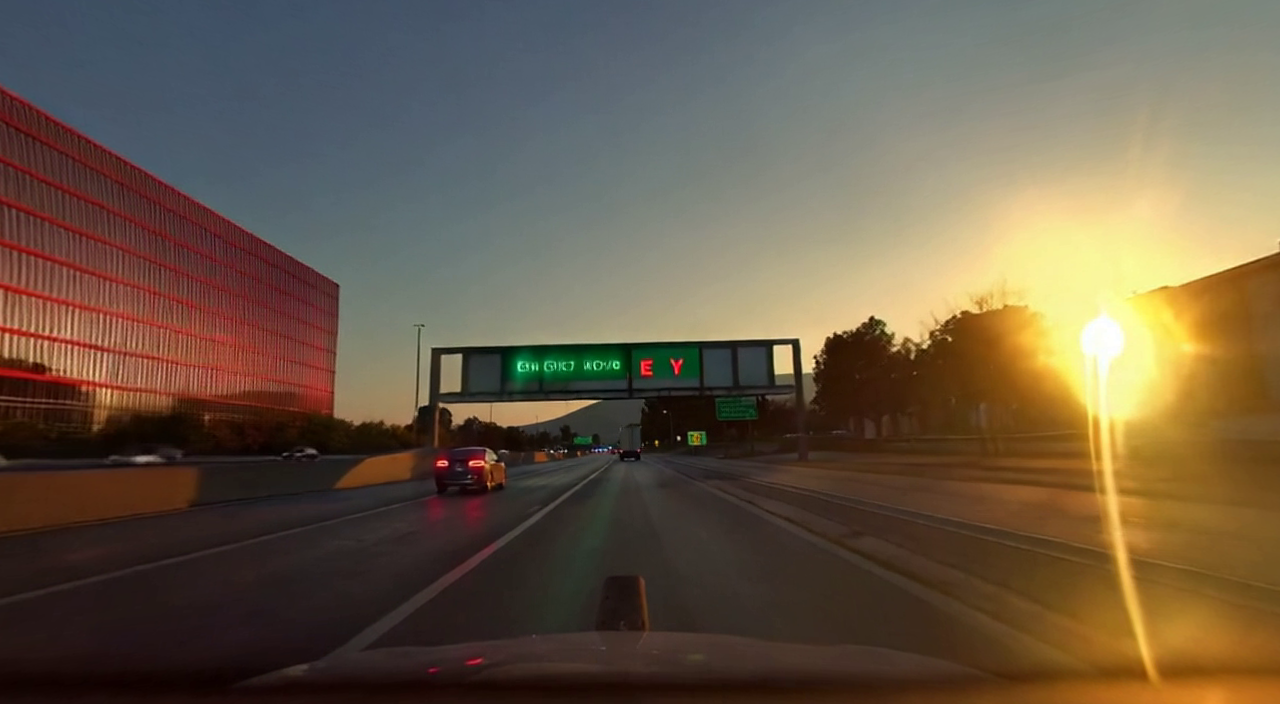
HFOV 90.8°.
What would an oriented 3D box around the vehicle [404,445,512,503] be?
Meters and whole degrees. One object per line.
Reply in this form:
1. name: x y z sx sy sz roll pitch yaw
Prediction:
1. vehicle: -5.259 3.557 18.861 1.943 1.510 4.201 0 -9 0
